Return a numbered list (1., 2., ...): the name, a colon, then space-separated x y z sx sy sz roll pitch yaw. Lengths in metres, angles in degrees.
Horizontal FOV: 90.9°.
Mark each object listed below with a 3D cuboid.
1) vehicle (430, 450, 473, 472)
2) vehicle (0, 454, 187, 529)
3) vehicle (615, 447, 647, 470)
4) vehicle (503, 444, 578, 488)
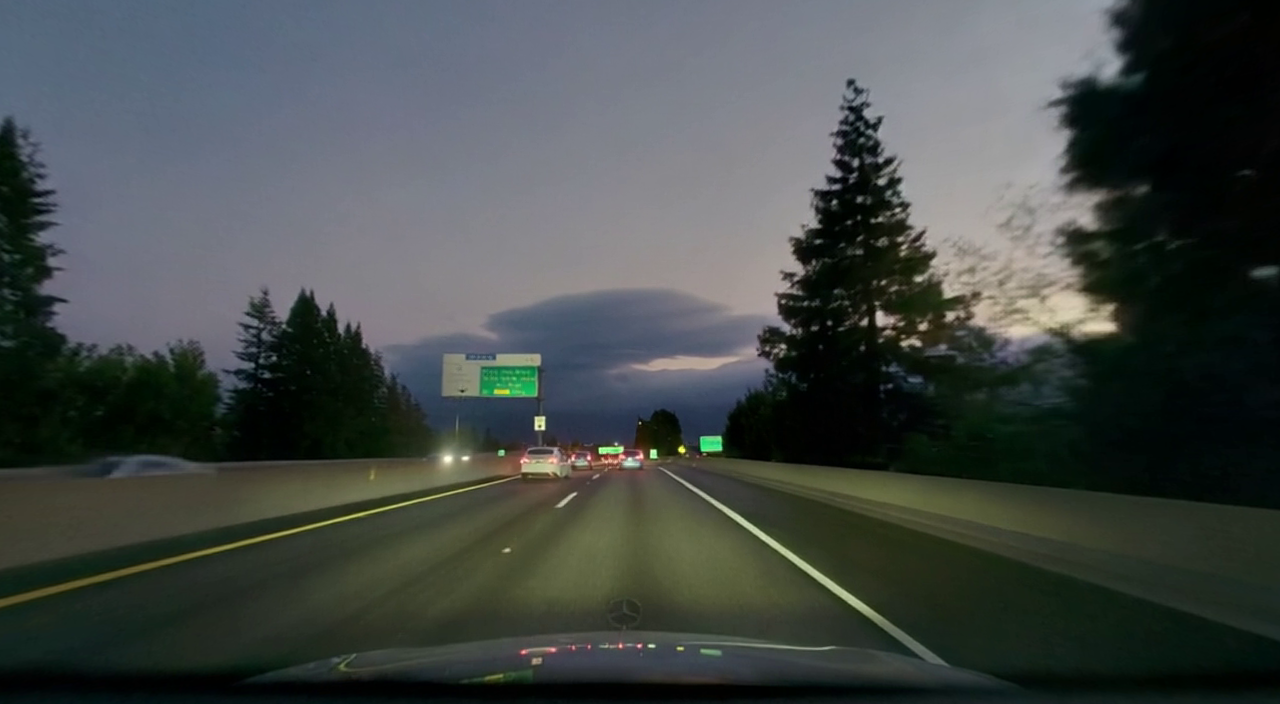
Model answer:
1. vehicle: -13.784 7.985 46.444 1.939 1.475 4.365 1 -9 -2
2. vehicle: -13.542 3.227 15.211 1.854 1.459 4.565 0 -8 0
3. vehicle: -0.648 7.479 44.467 2.100 1.471 3.956 0 -8 -1
4. vehicle: -3.701 4.331 24.309 2.067 1.509 4.551 0 -8 1
